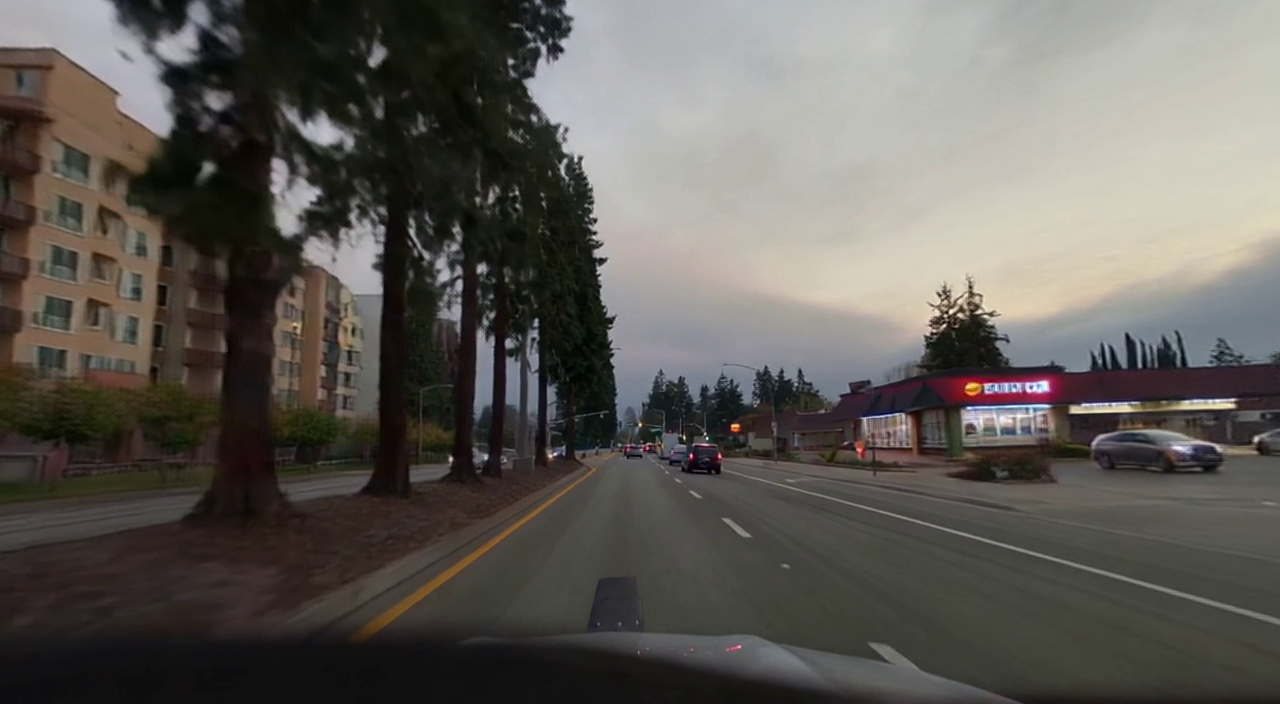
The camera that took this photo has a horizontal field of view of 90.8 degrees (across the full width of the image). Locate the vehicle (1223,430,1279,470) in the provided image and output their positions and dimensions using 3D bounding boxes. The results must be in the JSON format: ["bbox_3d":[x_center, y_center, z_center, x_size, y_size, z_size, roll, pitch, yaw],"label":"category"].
[{"bbox_3d":[31.733,4.926,31.841,2.269,1.862,4.495,-3,-9,28],"label":"vehicle"}]

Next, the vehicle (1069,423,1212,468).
[{"bbox_3d":[20.626,3.862,26.154,4.210,1.727,2.227,2,-7,-8],"label":"vehicle"}]

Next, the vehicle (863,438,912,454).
[{"bbox_3d":[19.209,7.325,49.131,3.242,1.165,1.363,1,-7,-5],"label":"vehicle"}]

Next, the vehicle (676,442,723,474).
[{"bbox_3d":[3.151,5.667,34.150,2.041,1.531,4.236,1,-7,-1],"label":"vehicle"}]
